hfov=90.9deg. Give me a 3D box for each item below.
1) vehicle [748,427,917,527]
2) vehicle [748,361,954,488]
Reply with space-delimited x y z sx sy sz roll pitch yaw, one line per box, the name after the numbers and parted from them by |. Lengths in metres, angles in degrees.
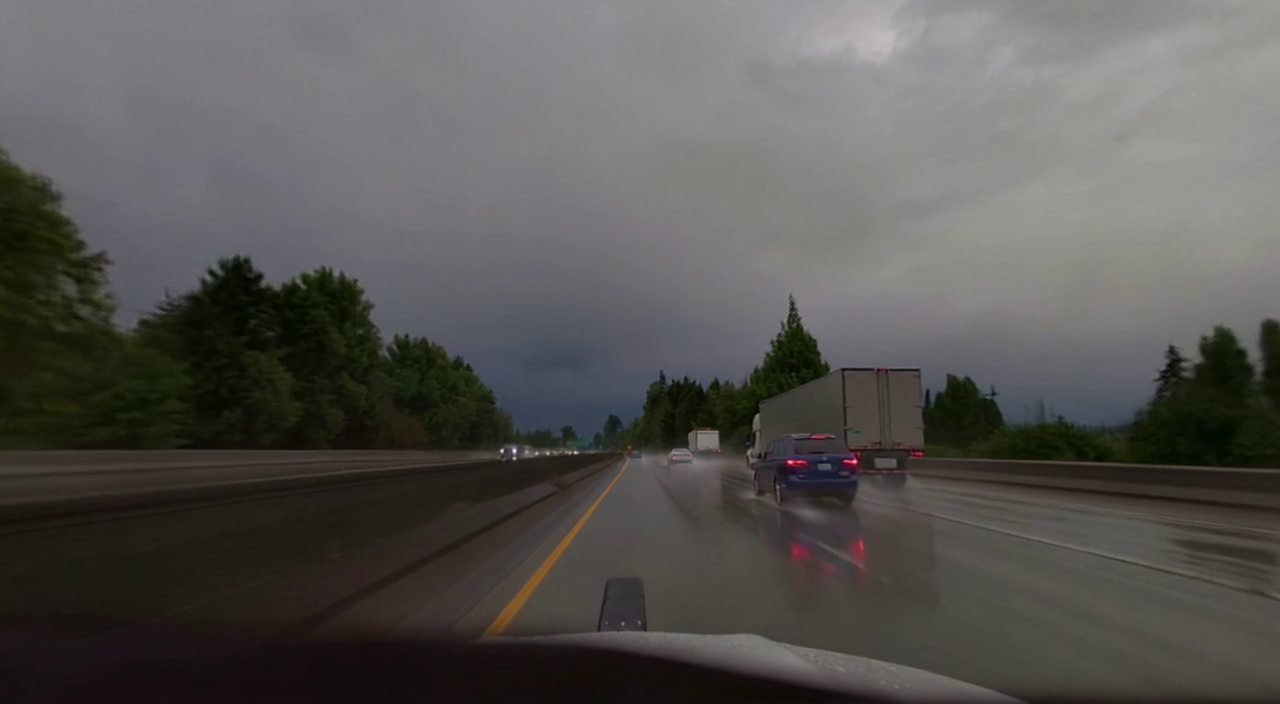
3.605 2.421 12.716 2.022 1.658 4.132 0 -9 -1 | vehicle
8.080 3.574 28.350 3.441 4.016 16.812 0 -9 0 | vehicle
